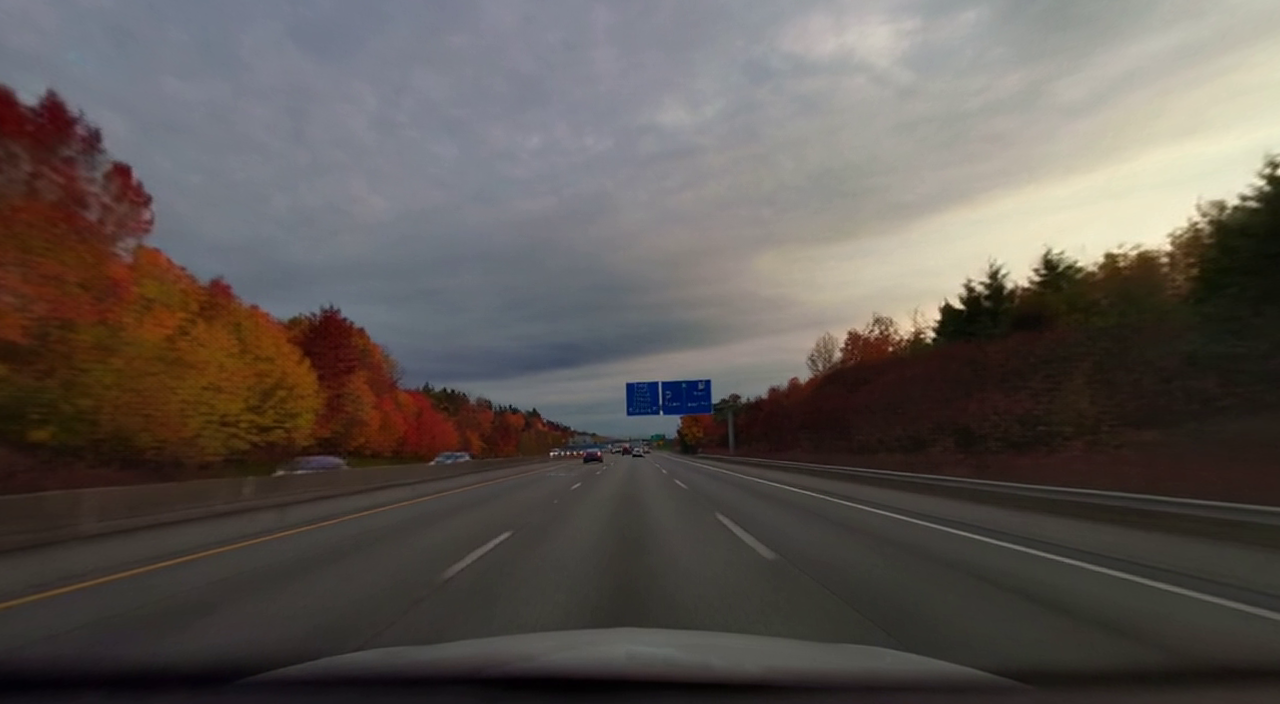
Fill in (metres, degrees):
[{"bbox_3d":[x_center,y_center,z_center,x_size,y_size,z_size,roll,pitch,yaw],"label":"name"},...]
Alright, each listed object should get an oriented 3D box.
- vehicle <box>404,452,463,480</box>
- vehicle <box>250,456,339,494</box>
[{"bbox_3d":[-11.426,6.315,34.903,1.879,1.458,3.974,0,-9,1],"label":"vehicle"},{"bbox_3d":[-15.054,5.363,27.530,1.750,1.478,3.765,0,-9,0],"label":"vehicle"}]
